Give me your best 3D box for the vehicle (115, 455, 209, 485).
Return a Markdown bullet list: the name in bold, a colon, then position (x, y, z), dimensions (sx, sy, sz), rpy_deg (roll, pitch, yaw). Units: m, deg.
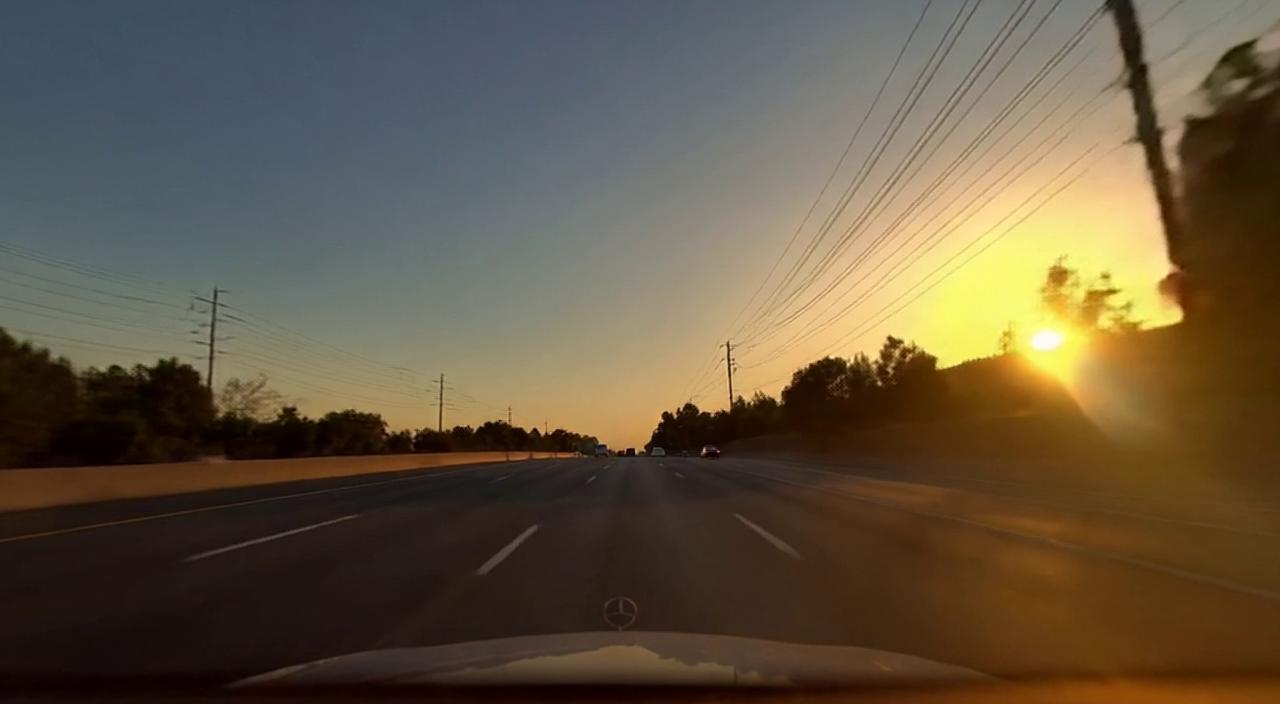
- **vehicle**: position (-25.560, 6.299, 33.959), dimensions (1.761, 1.450, 4.262), rpy_deg (0, -9, -1)
